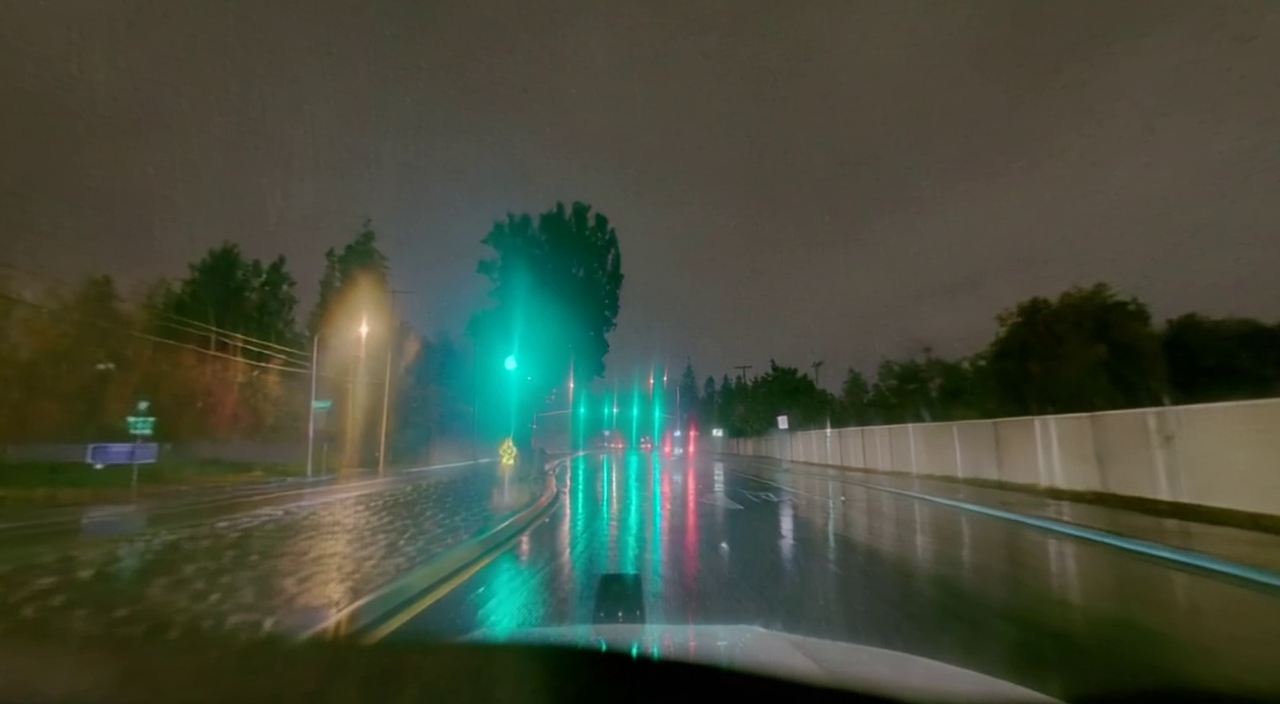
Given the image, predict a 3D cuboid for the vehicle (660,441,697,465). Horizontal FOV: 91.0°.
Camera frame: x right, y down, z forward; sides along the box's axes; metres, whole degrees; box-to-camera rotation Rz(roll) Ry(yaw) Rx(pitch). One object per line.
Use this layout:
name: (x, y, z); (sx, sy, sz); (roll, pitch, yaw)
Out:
vehicle: (2.472, 6.583, 41.197); (2.105, 1.490, 4.008); (0, -8, -1)
